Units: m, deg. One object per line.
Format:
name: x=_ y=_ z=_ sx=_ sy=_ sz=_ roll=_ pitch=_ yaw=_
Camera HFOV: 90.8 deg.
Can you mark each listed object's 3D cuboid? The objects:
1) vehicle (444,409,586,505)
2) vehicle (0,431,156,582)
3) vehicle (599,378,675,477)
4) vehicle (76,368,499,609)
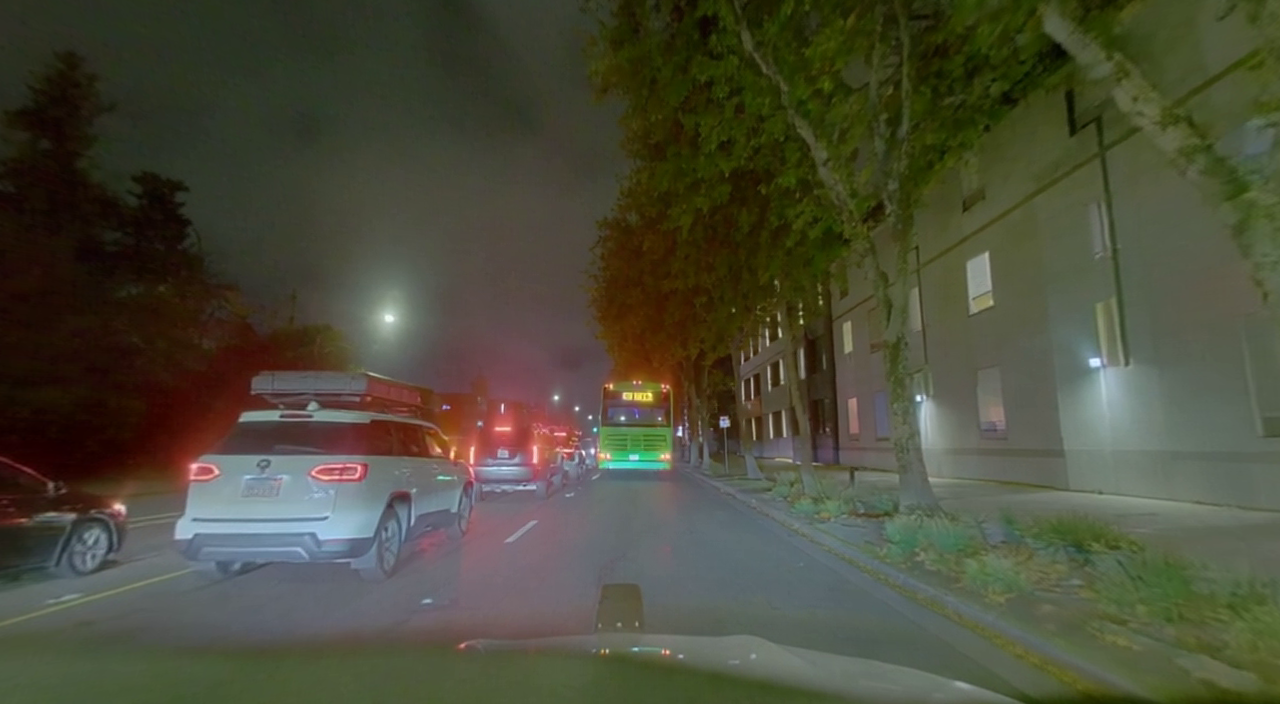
vehicle: x=-3.035 y=2.779 z=17.045 sx=2.546 sy=2.125 sz=5.869 roll=0 pitch=-9 yaw=1
vehicle: x=-7.298 y=1.477 z=5.932 sx=1.986 sy=1.473 sz=4.465 roll=0 pitch=-9 yaw=-1
vehicle: x=-0.081 y=3.879 z=31.021 sx=2.970 sy=3.857 sz=12.200 roll=0 pitch=-9 yaw=0
vehicle: x=-3.346 y=1.453 z=7.573 sx=2.095 sy=1.892 sz=5.043 roll=0 pitch=-9 yaw=1
